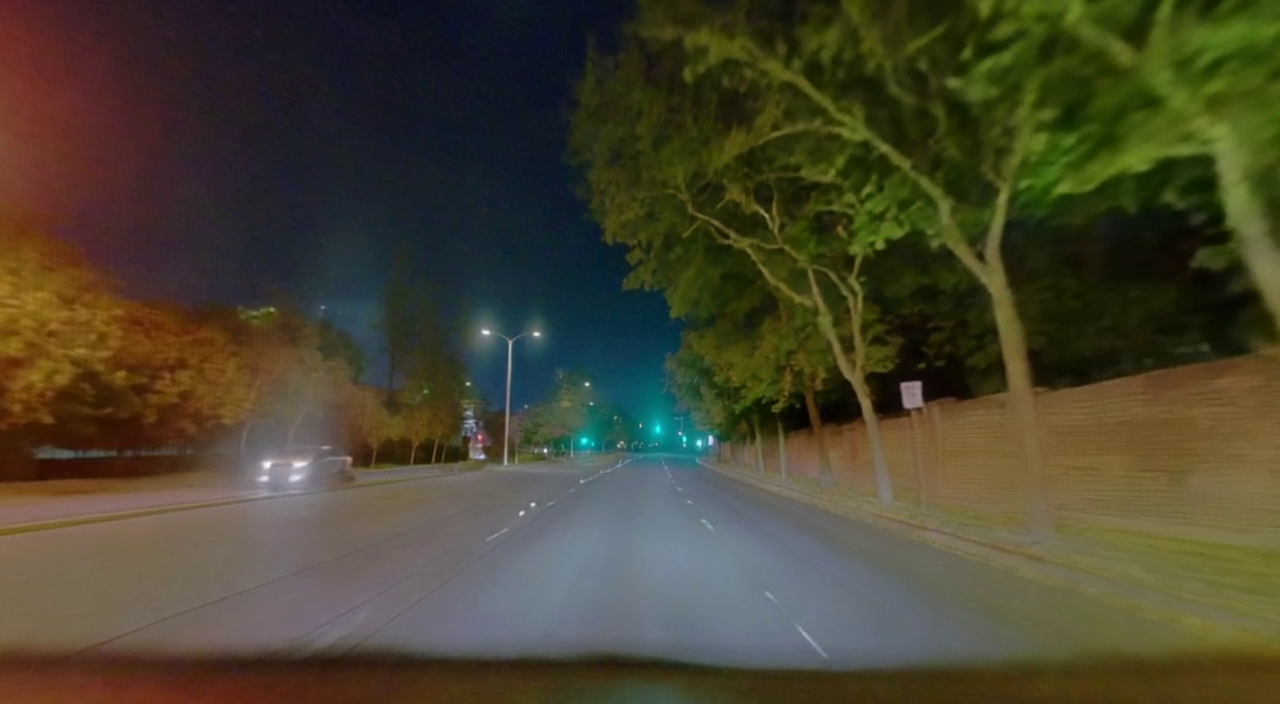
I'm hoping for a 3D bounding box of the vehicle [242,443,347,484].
[{"bbox_3d":[-14.775,4.767,27.259,1.995,1.630,4.533,0,-8,-1],"label":"vehicle"}]
